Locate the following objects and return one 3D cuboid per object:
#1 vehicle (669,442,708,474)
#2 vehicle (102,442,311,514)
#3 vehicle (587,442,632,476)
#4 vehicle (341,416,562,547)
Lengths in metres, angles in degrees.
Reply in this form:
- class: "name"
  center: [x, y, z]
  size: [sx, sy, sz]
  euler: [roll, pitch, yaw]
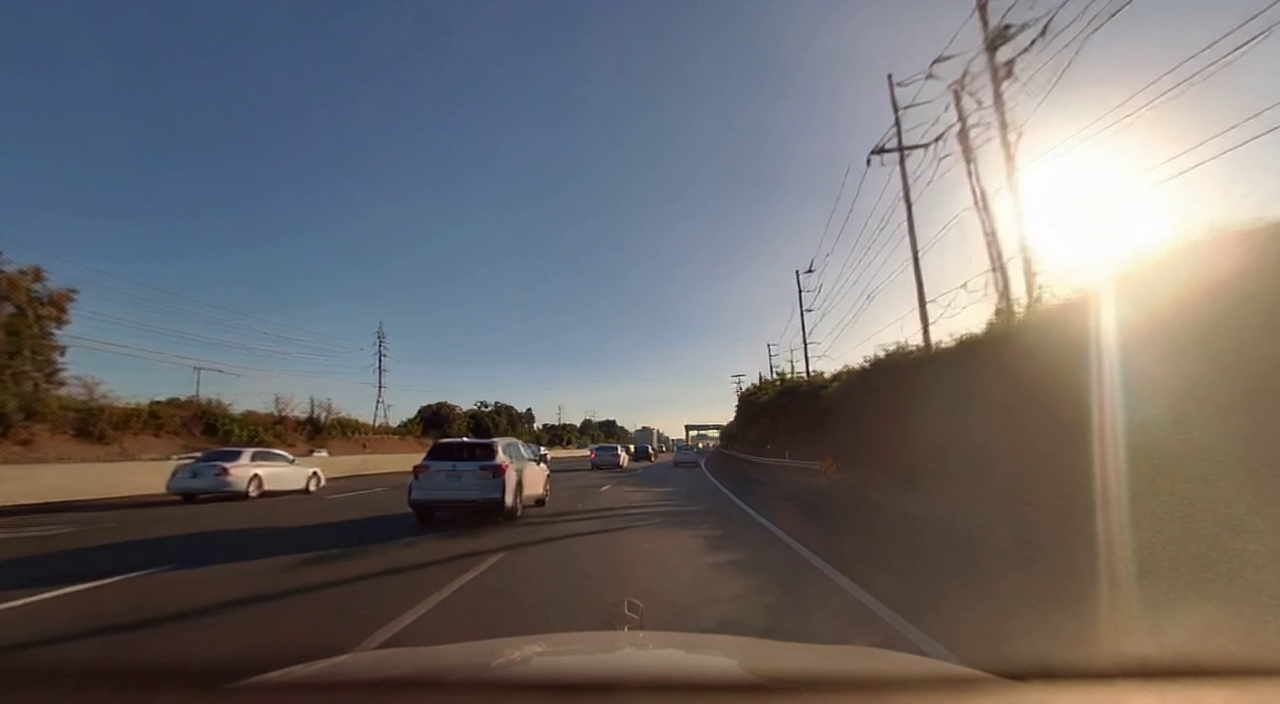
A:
- class: "vehicle"
  center: [2.787, 5.998, 35.827]
  size: [2.038, 1.677, 4.219]
  euler: [-1, -9, 5]
- class: "vehicle"
  center: [-10.473, 3.039, 15.739]
  size: [1.954, 1.517, 4.378]
  euler: [0, -9, 3]
- class: "vehicle"
  center: [-1.567, 5.698, 33.845]
  size: [1.976, 1.688, 4.124]
  euler: [-1, -9, 4]
- class: "vehicle"
  center: [-2.934, 2.173, 11.279]
  size: [2.202, 1.801, 4.959]
  euler: [0, -9, 3]
